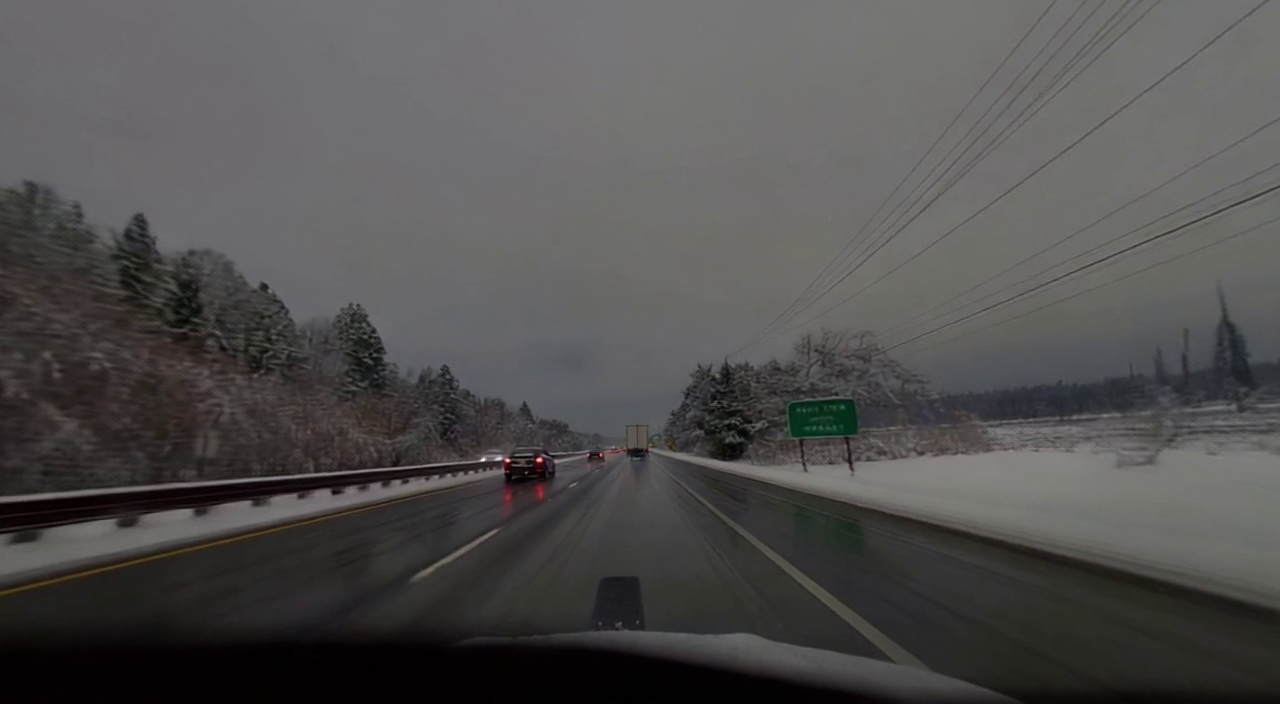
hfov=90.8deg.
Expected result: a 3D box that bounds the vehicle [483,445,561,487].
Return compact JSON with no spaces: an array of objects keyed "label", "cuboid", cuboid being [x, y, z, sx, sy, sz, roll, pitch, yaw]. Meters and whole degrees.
[{"label":"vehicle","cuboid":[-4.421,4.360,24.348,2.106,1.445,4.404,0,-9,0]}]
